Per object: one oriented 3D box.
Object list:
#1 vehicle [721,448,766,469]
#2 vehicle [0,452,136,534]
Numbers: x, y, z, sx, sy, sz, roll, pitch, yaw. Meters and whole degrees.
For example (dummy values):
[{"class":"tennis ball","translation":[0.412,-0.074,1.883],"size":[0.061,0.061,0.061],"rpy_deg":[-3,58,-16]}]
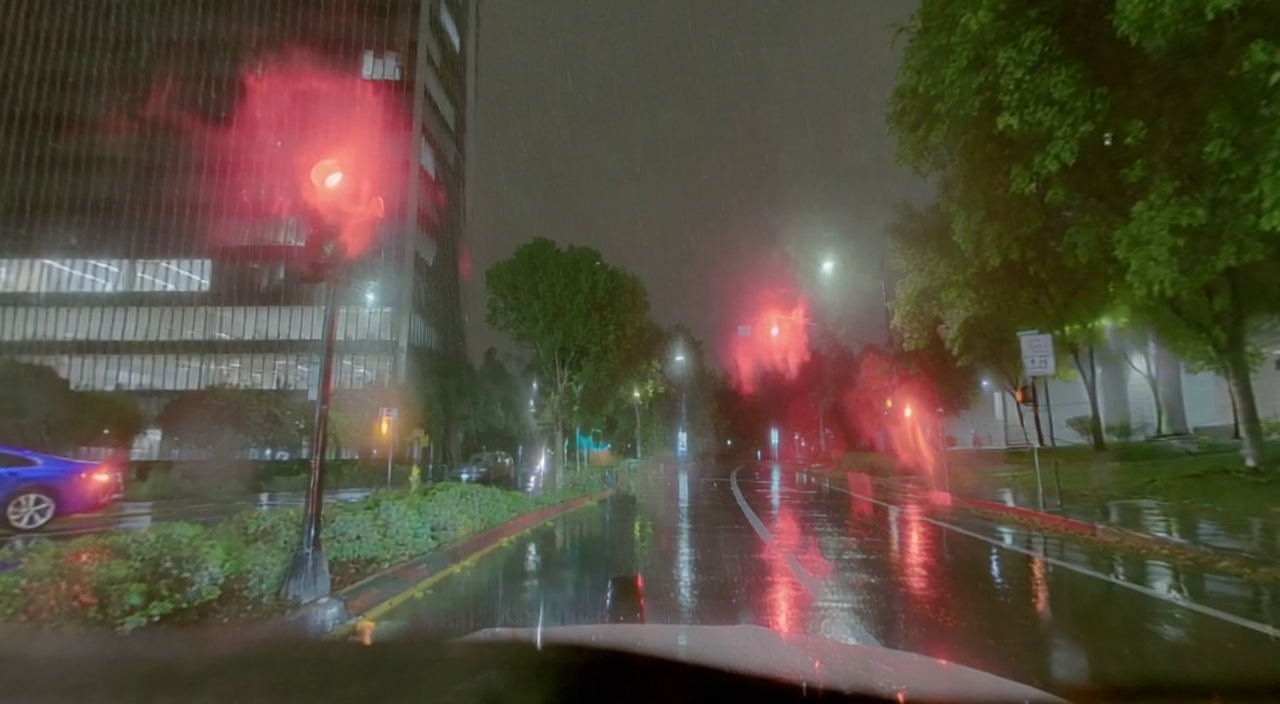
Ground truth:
[{"class":"vehicle","translation":[7.860,8.126,48.415],"size":[1.829,1.440,4.384],"rpy_deg":[2,-9,-14]},{"class":"vehicle","translation":[-12.858,2.715,12.271],"size":[4.598,1.490,1.816],"rpy_deg":[7,-11,-40]}]
